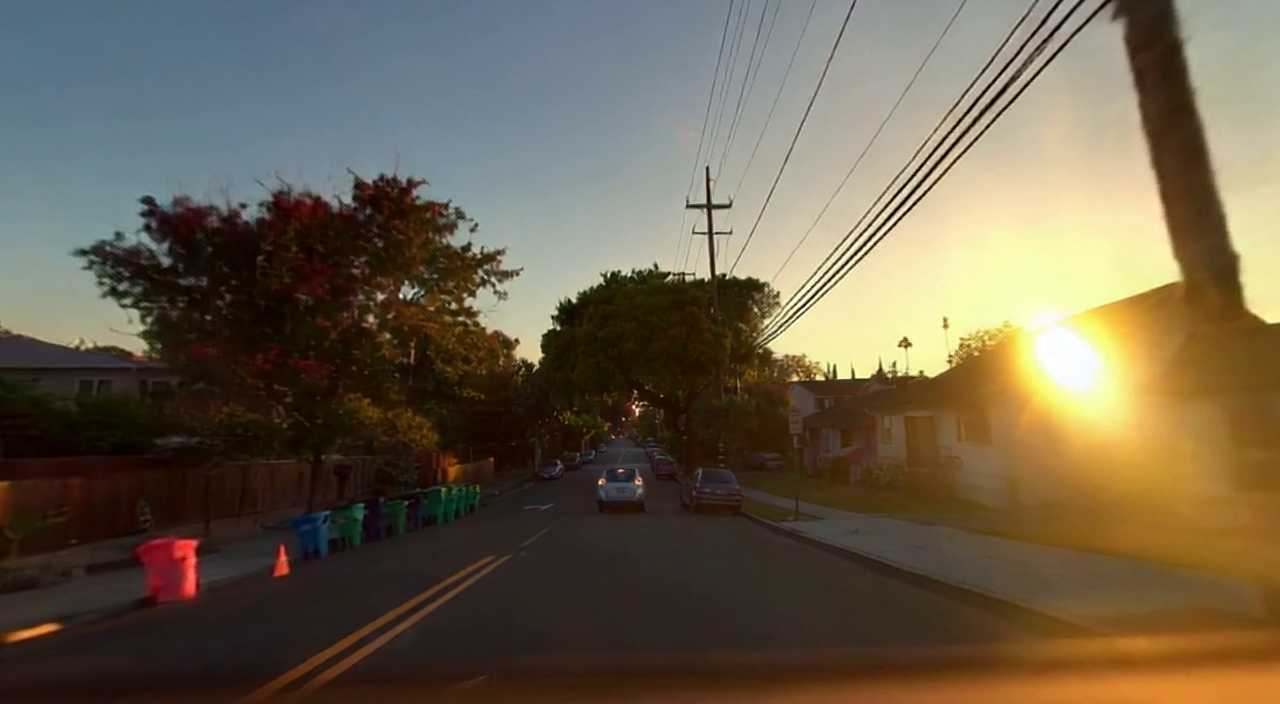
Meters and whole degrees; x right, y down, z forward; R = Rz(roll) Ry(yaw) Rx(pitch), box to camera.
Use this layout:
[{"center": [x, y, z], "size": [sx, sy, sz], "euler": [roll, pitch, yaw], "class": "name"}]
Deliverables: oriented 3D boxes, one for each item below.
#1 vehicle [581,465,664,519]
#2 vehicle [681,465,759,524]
[{"center": [-0.448, 4.631, 21.348], "size": [2.235, 1.500, 4.496], "euler": [-1, -9, 6], "class": "vehicle"}, {"center": [2.595, 4.782, 21.667], "size": [1.909, 1.694, 4.472], "euler": [0, -9, -2], "class": "vehicle"}]
